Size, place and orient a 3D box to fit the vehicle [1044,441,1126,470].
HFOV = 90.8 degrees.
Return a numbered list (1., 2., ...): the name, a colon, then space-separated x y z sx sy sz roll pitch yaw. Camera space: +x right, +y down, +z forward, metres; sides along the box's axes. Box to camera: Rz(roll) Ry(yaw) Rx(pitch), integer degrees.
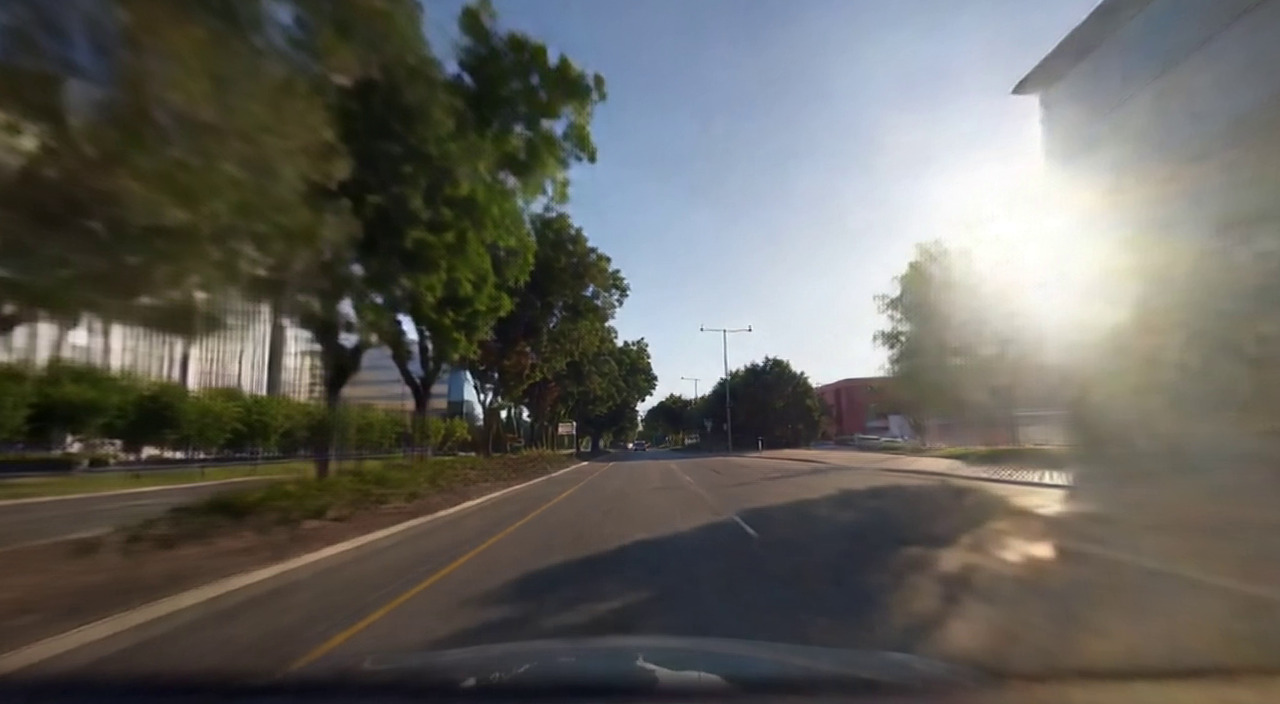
1. vehicle: 24.630 5.763 35.126 1.579 1.419 3.726 -2 -10 -4
